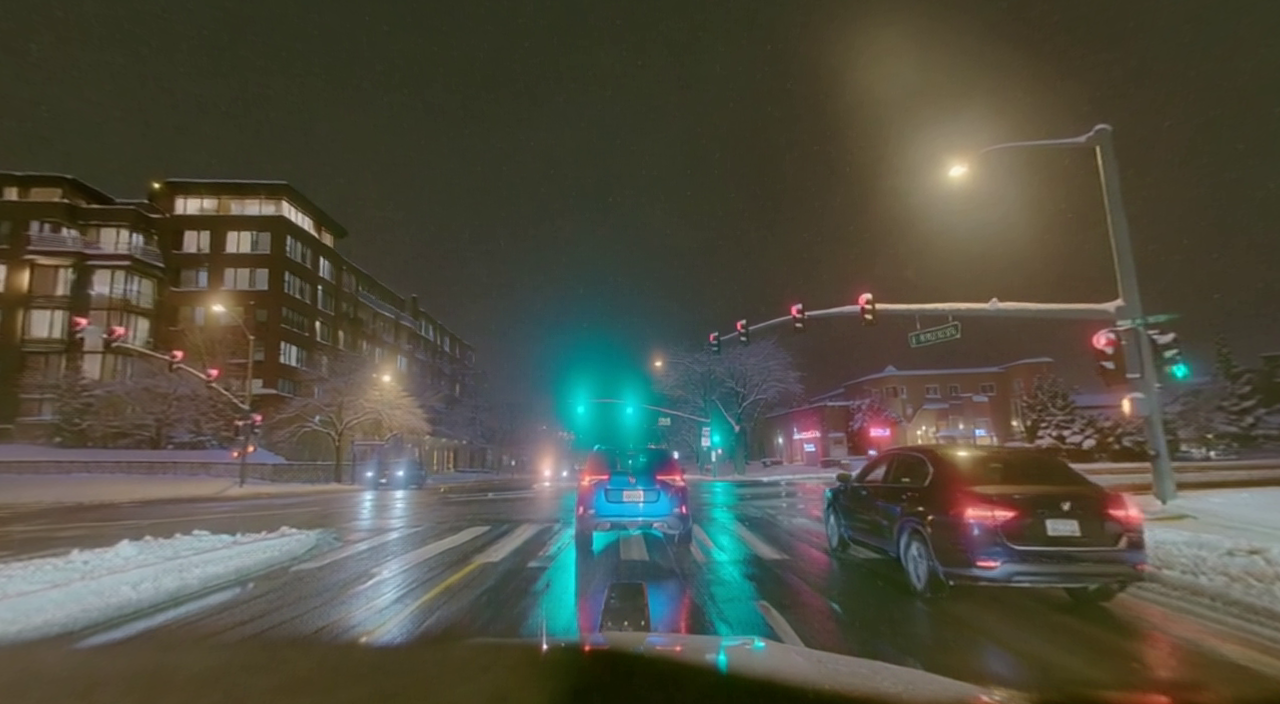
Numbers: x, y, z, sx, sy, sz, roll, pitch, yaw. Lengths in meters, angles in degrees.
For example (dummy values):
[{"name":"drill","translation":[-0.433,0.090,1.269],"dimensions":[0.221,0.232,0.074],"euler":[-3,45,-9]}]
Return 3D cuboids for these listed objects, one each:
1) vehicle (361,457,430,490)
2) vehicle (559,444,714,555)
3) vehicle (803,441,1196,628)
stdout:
[{"name":"vehicle","translation":[-14.713,7.303,38.251],"dimensions":[2.126,1.782,4.880],"euler":[0,-9,1]},{"name":"vehicle","translation":[-0.070,2.319,10.647],"dimensions":[2.094,1.481,4.078],"euler":[0,-9,-1]},{"name":"vehicle","translation":[3.342,1.729,7.004],"dimensions":[1.860,1.430,4.089],"euler":[0,-9,-1]}]
